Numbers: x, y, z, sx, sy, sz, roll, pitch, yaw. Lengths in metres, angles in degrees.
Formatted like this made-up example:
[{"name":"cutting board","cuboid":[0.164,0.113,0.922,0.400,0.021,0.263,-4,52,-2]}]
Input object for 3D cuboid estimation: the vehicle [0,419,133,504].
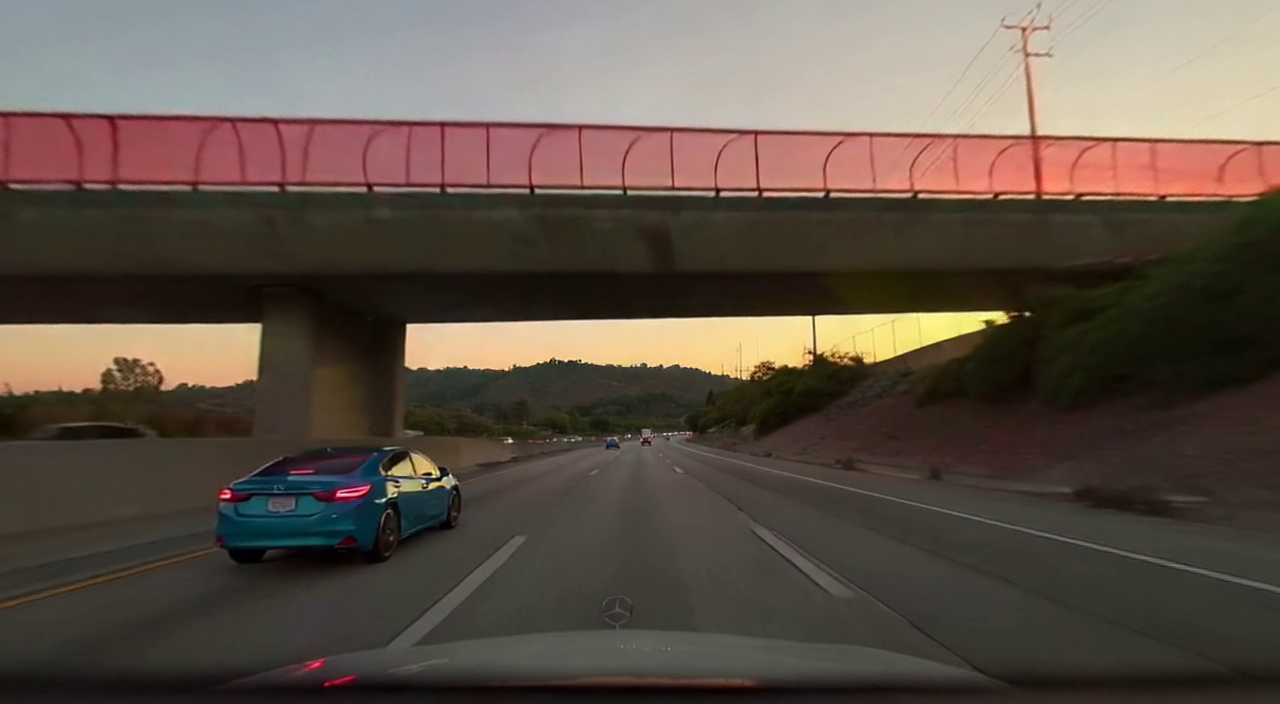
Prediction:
[{"name":"vehicle","cuboid":[-15.675,2.688,15.740,2.067,1.946,4.734,0,-8,0]}]
